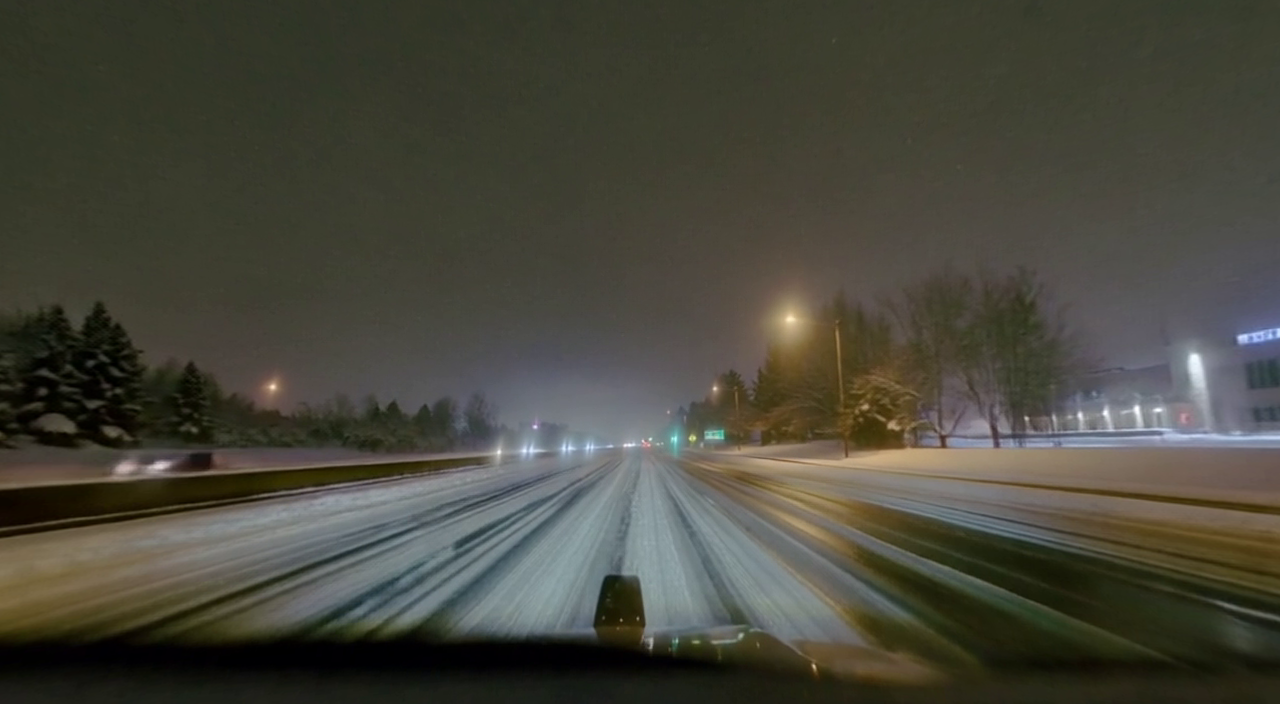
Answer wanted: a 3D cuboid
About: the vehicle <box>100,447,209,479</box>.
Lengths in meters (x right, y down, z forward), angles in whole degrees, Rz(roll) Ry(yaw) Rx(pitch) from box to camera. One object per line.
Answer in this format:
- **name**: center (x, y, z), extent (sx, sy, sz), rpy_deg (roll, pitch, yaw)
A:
- **vehicle**: center (-25.275, 5.766, 33.031), extent (1.876, 1.517, 4.715), rpy_deg (0, -9, 1)
